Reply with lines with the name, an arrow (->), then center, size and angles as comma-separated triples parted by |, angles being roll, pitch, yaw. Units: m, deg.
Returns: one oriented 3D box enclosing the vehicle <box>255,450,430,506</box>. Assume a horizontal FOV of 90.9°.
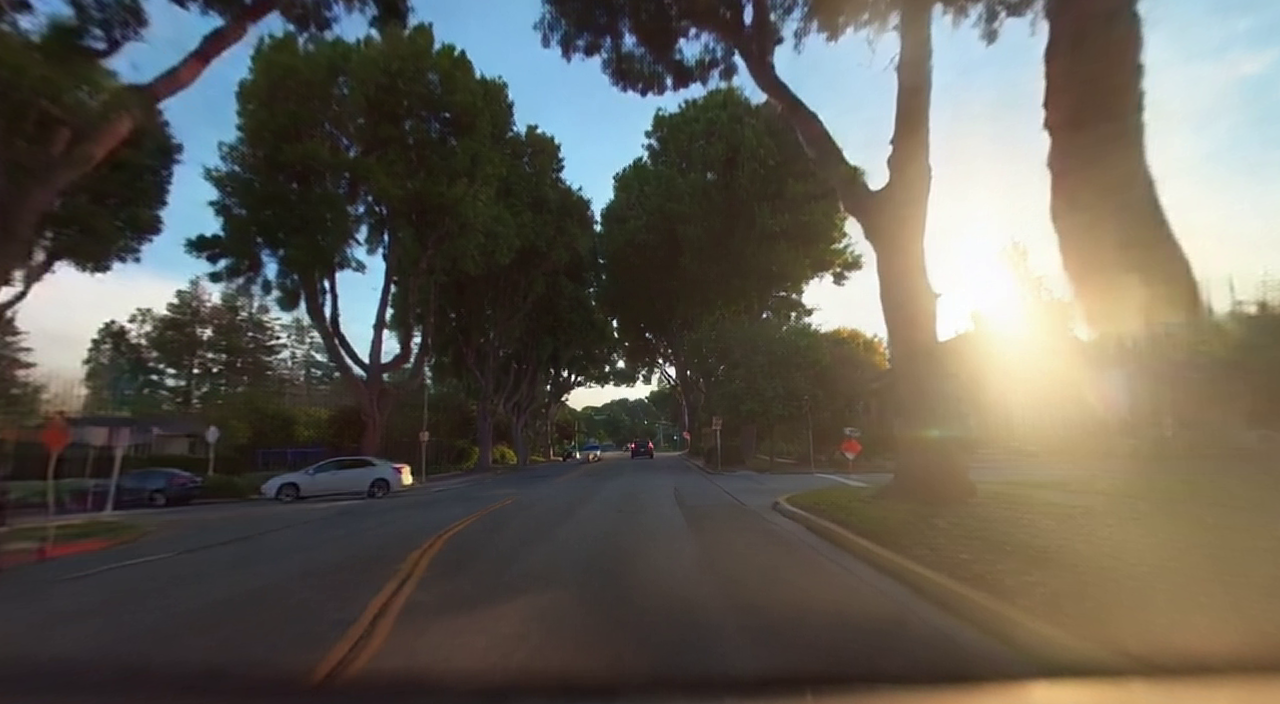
vehicle -> -9.447, 4.019, 20.342 | 4.594, 1.696, 1.971 | 0, -8, -1
